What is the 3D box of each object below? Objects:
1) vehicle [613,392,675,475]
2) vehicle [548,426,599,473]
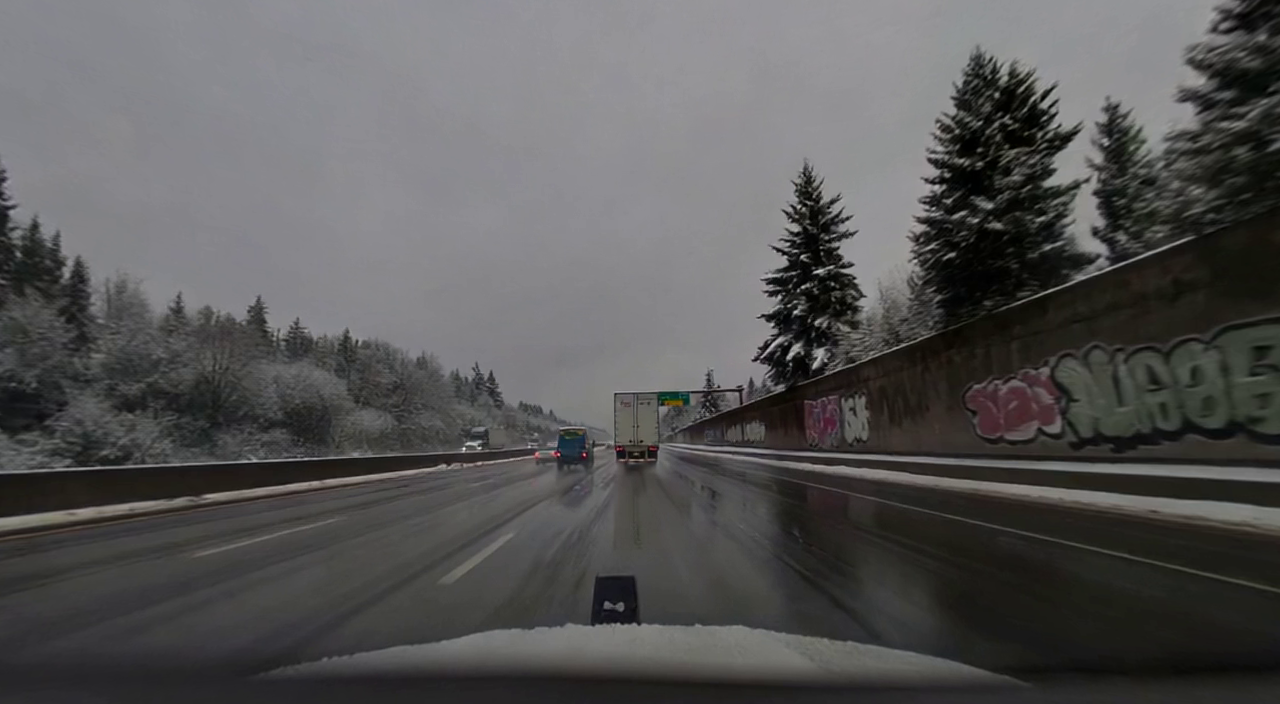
[{"bbox_3d":[0.114,4.852,36.409,3.042,4.023,10.832,0,-9,-1],"label":"vehicle"},{"bbox_3d":[-3.592,5.418,34.878,2.278,2.369,5.249,0,-9,0],"label":"vehicle"}]
